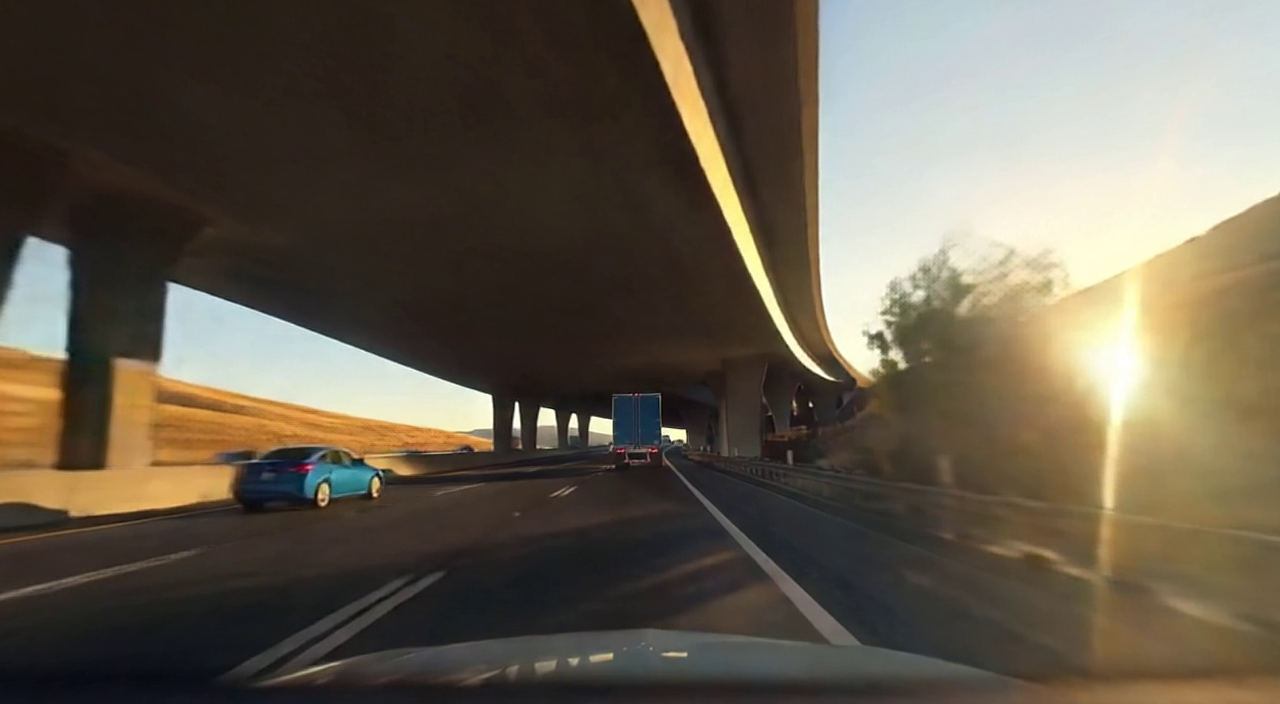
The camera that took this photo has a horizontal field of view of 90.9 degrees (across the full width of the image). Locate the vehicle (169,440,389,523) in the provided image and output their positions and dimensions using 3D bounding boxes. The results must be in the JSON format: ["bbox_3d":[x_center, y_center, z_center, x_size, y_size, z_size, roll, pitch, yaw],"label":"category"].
[{"bbox_3d":[-7.491,2.699,13.798,2.078,1.496,4.563,0,-8,1],"label":"vehicle"}]

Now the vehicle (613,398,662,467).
[{"bbox_3d":[-0.086,5.543,42.461,2.866,4.014,11.261,0,-8,1],"label":"vehicle"}]
